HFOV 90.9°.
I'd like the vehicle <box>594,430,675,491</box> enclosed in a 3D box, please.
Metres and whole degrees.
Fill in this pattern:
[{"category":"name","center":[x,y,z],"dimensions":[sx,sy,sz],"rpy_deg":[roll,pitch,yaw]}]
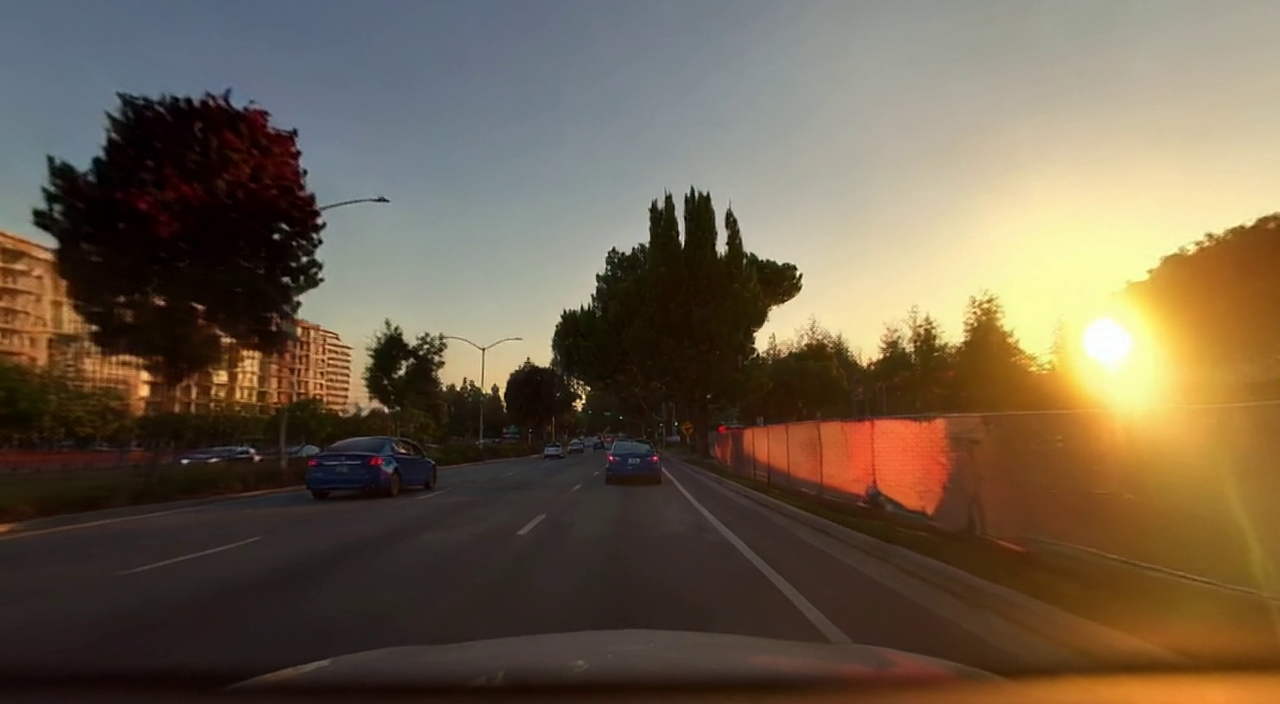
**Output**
[{"category":"vehicle","center":[-0.193,3.291,19.488],"dimensions":[2.227,1.654,4.091],"rpy_deg":[0,-8,-1]}]

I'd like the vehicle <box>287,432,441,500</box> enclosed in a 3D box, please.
[{"category":"vehicle","center":[-6.799,2.845,16.159],"dimensions":[1.877,1.479,4.430],"rpy_deg":[0,-8,1]}]

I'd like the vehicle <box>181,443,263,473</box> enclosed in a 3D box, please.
[{"category":"vehicle","center":[-26.349,6.655,39.944],"dimensions":[1.931,1.759,4.703],"rpy_deg":[0,-8,0]}]
